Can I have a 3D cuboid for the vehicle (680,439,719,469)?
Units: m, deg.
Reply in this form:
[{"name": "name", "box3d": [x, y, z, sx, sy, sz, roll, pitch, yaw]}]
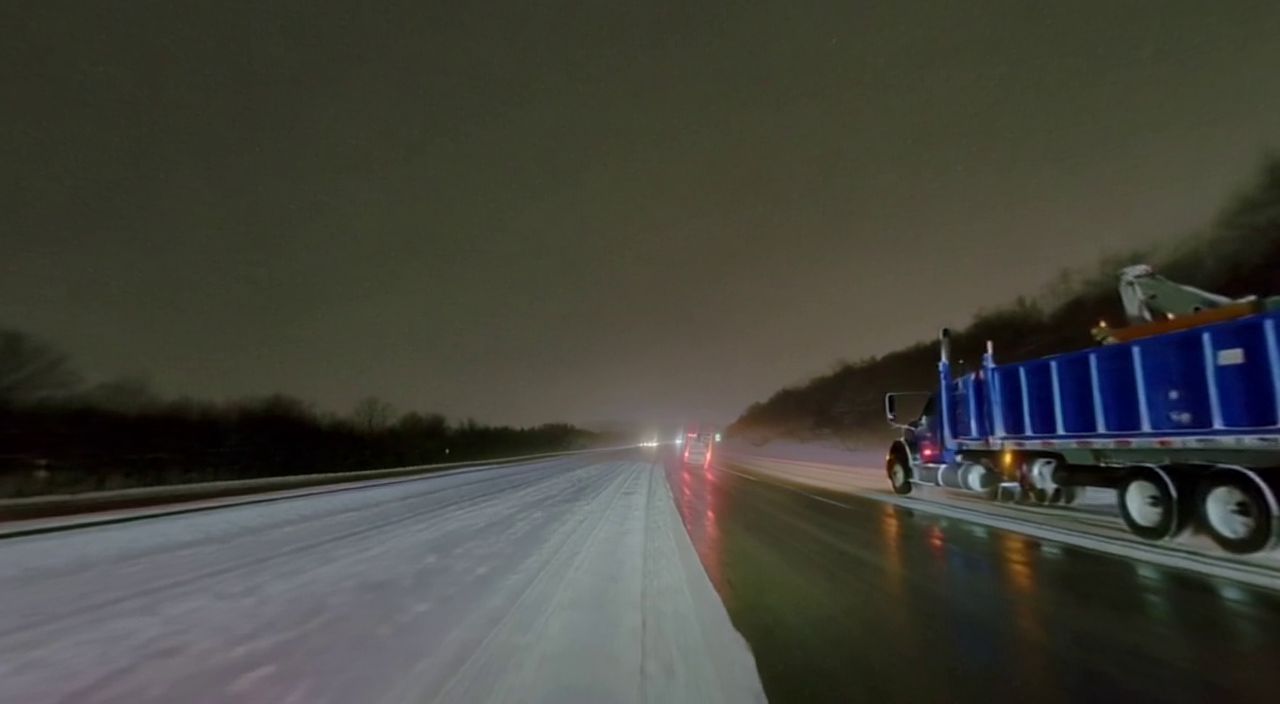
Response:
[{"name": "vehicle", "box3d": [4.157, 7.320, 45.276, 2.309, 2.003, 5.139, 0, -9, 0]}]
